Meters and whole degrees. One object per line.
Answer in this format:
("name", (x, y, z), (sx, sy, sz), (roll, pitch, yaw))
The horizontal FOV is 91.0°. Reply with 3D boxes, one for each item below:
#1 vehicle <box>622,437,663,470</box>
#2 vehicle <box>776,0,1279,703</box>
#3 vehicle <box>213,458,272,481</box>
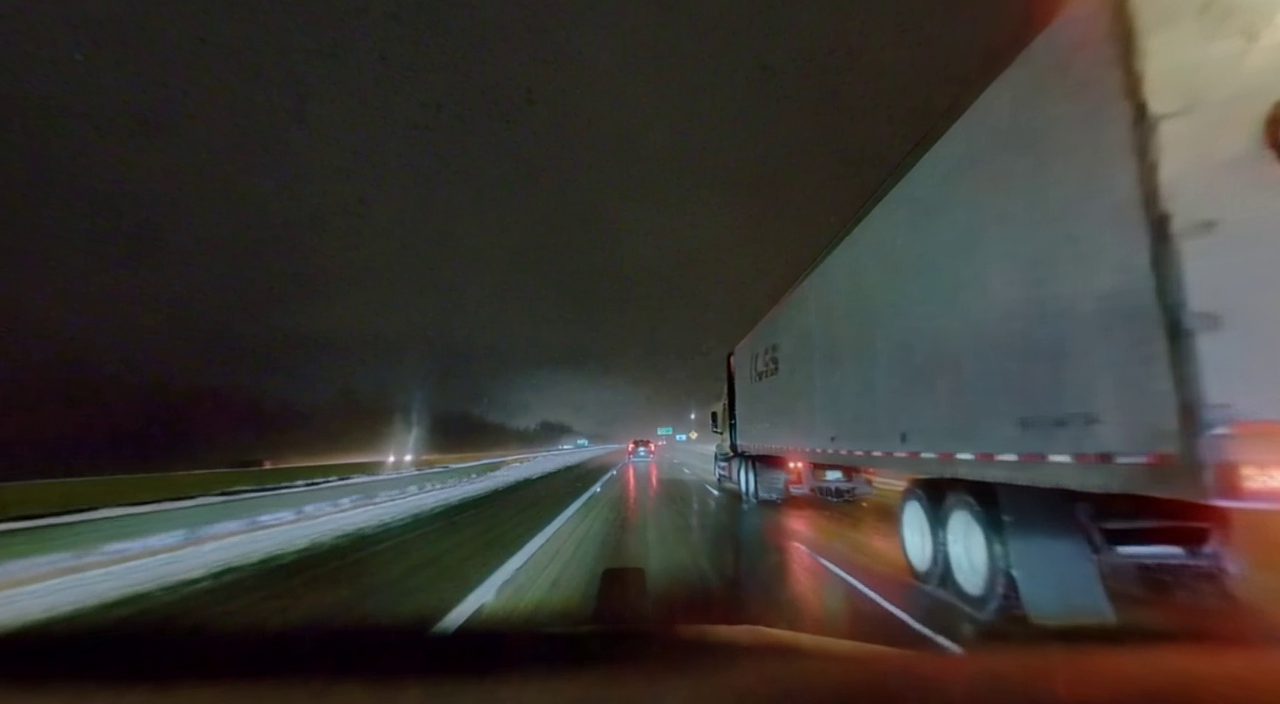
("vehicle", (0.140, 5.447, 34.059), (2.050, 1.654, 4.192), (0, -8, 0))
("vehicle", (4.150, 0.239, 6.725), (3.014, 4.068, 10.359), (0, -8, 0))
("vehicle", (-29.172, 8.601, 46.340), (1.781, 1.489, 3.914), (0, -8, 1))
